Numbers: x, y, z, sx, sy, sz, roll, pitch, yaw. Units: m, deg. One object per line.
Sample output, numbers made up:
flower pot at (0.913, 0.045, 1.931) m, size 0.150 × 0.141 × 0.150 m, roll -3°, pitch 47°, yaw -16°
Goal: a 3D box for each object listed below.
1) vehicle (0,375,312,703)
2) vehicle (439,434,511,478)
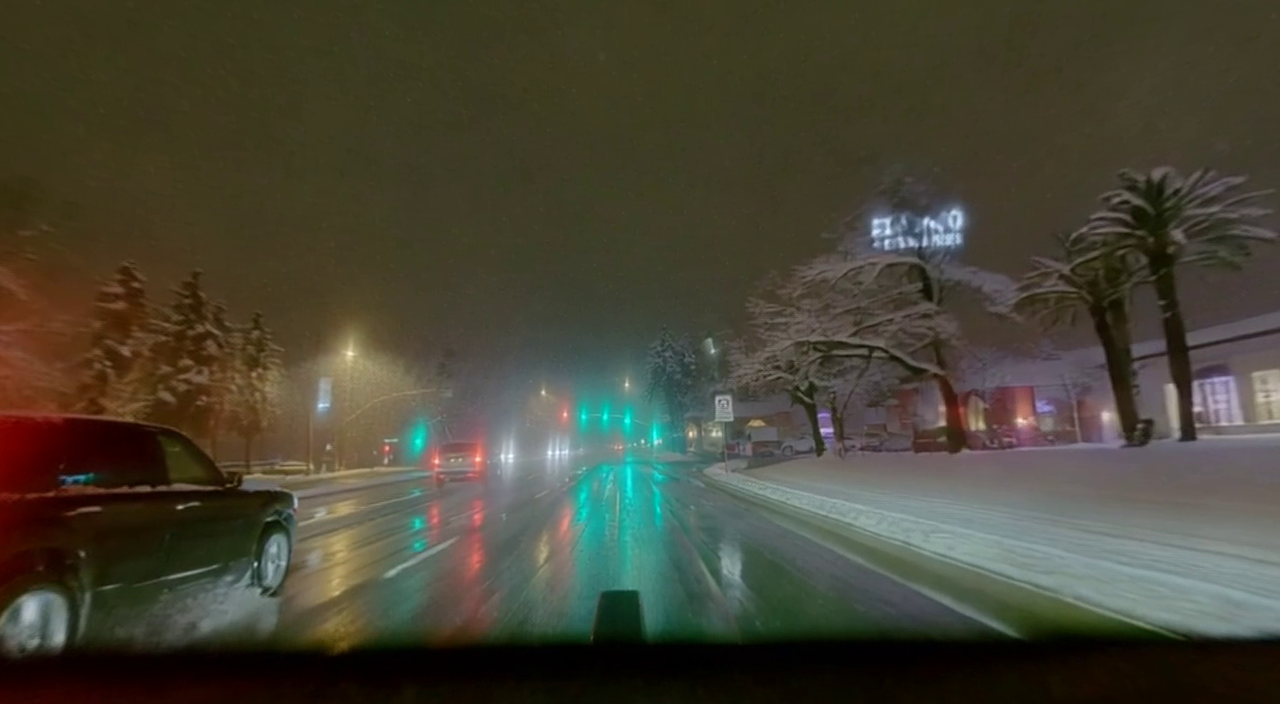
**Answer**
vehicle at (-4.101, 1.058, 3.757) m, size 2.041 × 1.666 × 4.182 m, roll 0°, pitch -8°, yaw -1°
vehicle at (-7.460, 4.755, 28.959) m, size 2.136 × 1.844 × 4.363 m, roll 0°, pitch -8°, yaw 0°
